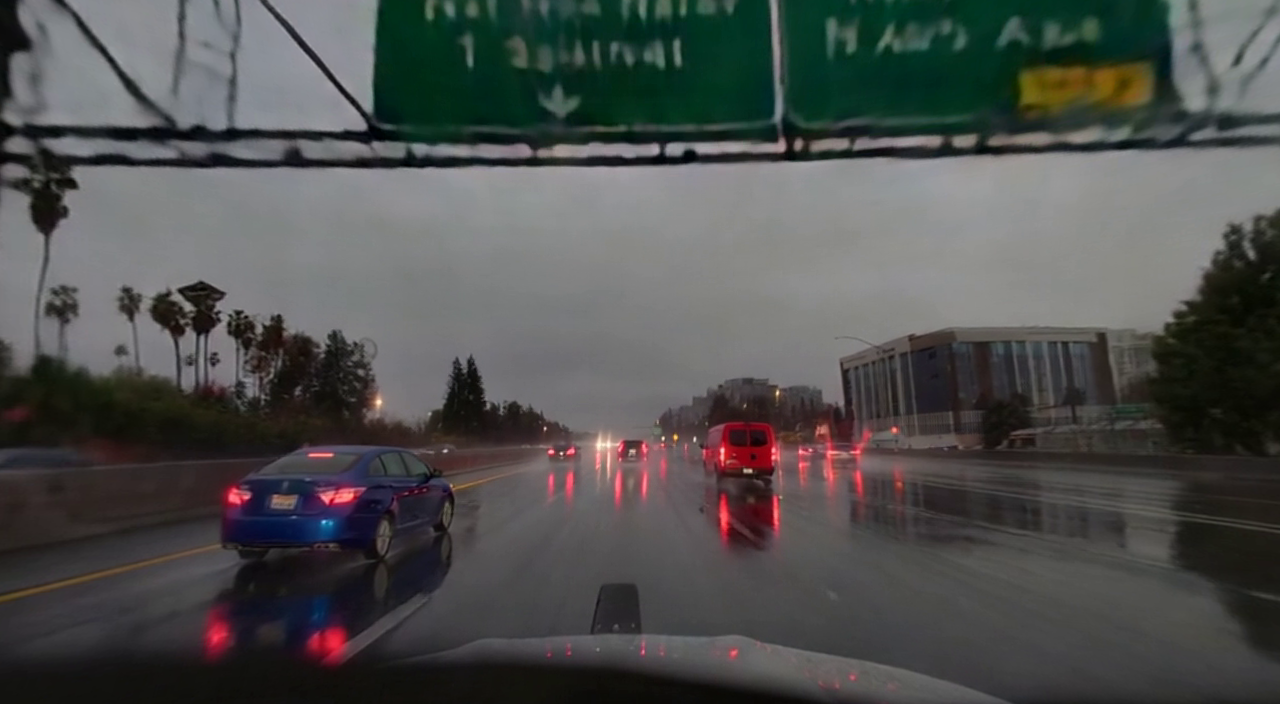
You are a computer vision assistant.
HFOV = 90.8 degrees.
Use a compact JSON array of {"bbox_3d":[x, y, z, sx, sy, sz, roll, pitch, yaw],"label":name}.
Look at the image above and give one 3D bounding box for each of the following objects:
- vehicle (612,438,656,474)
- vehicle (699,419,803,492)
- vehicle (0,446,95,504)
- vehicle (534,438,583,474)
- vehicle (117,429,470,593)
[{"bbox_3d":[-0.317,5.495,33.610,2.212,1.786,4.198,0,-9,-1],"label":"vehicle"},{"bbox_3d":[3.450,3.409,21.047,2.250,2.074,5.723,0,-9,-2],"label":"vehicle"},{"bbox_3d":[-21.212,4.033,20.950,2.054,1.809,4.665,0,-9,-1],"label":"vehicle"},{"bbox_3d":[-4.418,5.715,34.863,2.109,1.793,4.613,0,-9,0],"label":"vehicle"},{"bbox_3d":[-3.729,1.777,7.964,1.991,1.469,4.381,0,-9,0],"label":"vehicle"}]
